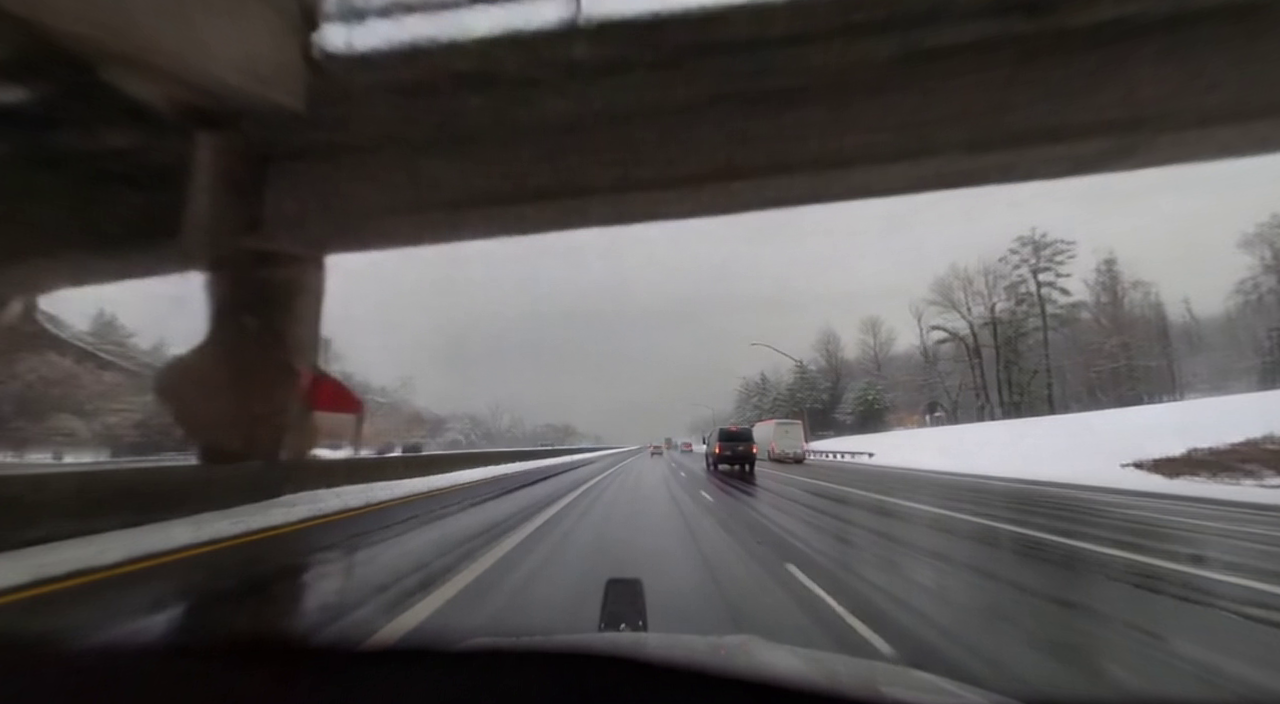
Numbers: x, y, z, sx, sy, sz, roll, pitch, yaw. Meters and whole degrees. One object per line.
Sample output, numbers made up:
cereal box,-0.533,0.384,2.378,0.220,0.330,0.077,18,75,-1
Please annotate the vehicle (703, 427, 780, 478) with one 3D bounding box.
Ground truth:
vehicle,4.386,4.500,28.372,2.505,2.020,5.532,0,-9,0

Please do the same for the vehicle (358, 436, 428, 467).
vehicle,-14.768,5.993,38.043,2.079,1.715,4.875,0,-9,2
